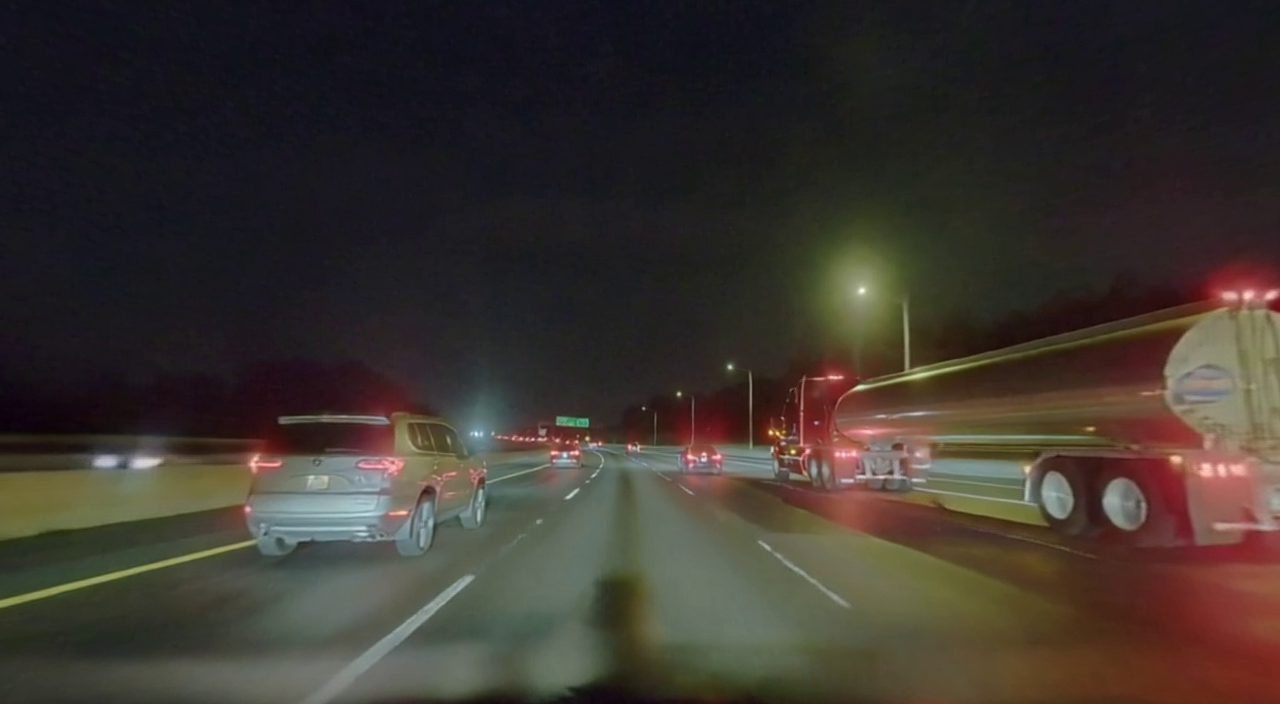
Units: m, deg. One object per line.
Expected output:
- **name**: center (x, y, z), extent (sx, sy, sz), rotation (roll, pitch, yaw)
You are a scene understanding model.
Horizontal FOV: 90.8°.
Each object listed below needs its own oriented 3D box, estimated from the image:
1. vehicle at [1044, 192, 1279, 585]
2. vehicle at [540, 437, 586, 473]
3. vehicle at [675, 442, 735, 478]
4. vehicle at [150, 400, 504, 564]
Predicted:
- **vehicle**: center (7.622, 0.053, 3.891), extent (3.554, 3.573, 10.307), rotation (0, -9, 1)
- **vehicle**: center (-4.198, 5.711, 35.139), extent (2.149, 1.843, 4.348), rotation (0, -9, -2)
- **vehicle**: center (2.877, 4.888, 28.895), extent (2.053, 1.510, 4.400), rotation (0, -9, -3)
- **vehicle**: center (-4.167, 1.902, 10.102), extent (2.684, 1.839, 5.803), rotation (0, -9, 0)
